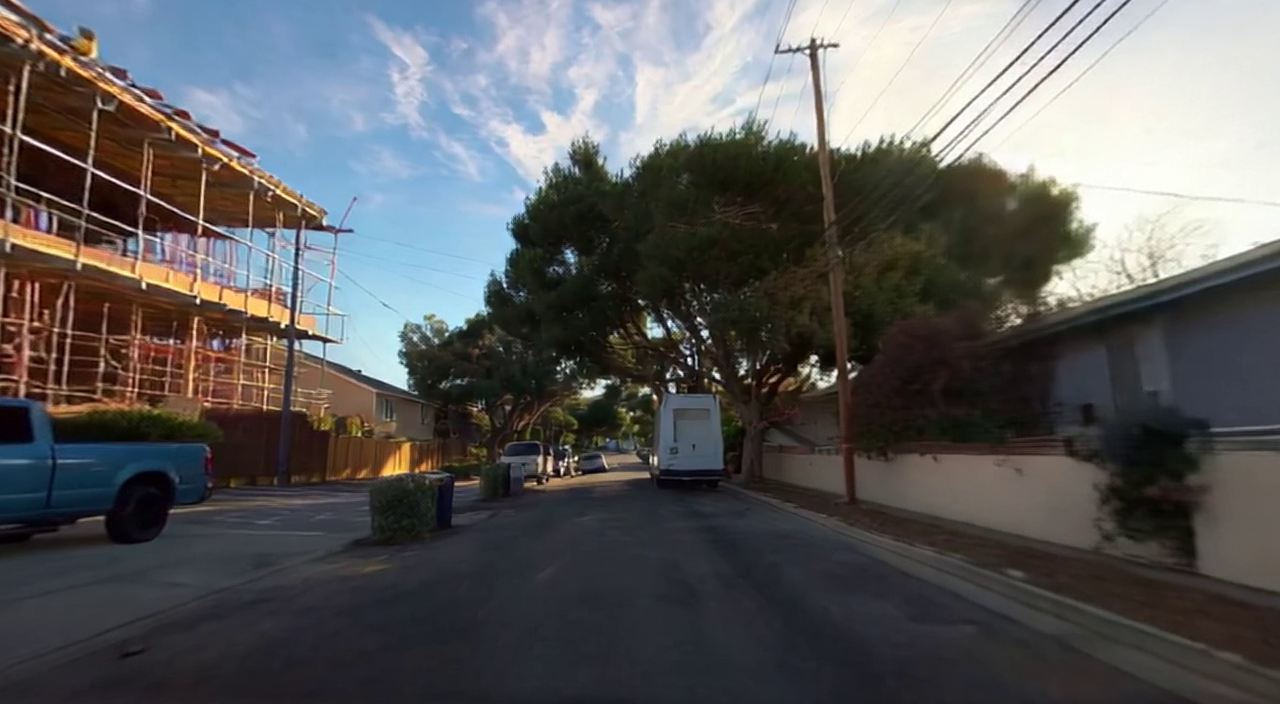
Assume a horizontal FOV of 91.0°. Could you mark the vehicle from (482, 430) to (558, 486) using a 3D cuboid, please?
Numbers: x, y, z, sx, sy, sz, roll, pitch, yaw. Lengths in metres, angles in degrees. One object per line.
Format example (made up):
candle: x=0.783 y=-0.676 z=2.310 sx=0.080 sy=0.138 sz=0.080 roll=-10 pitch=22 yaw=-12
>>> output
vehicle: x=-5.001 y=4.435 z=27.013 sx=2.171 sy=1.910 sz=4.789 roll=-1 pitch=-4 yaw=2

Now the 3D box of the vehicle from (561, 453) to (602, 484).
vehicle: x=-3.981 y=8.040 z=43.697 sx=2.257 sy=1.916 sz=5.089 roll=0 pitch=-9 yaw=1

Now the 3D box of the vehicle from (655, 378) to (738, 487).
vehicle: x=2.176 y=3.757 z=27.399 sx=2.915 sy=3.793 sz=9.963 roll=1 pitch=-11 yaw=2

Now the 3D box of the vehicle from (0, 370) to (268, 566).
vehicle: x=-7.276 y=1.260 z=7.006 sx=2.238 sy=1.895 sz=5.648 roll=-1 pitch=-9 yaw=8
